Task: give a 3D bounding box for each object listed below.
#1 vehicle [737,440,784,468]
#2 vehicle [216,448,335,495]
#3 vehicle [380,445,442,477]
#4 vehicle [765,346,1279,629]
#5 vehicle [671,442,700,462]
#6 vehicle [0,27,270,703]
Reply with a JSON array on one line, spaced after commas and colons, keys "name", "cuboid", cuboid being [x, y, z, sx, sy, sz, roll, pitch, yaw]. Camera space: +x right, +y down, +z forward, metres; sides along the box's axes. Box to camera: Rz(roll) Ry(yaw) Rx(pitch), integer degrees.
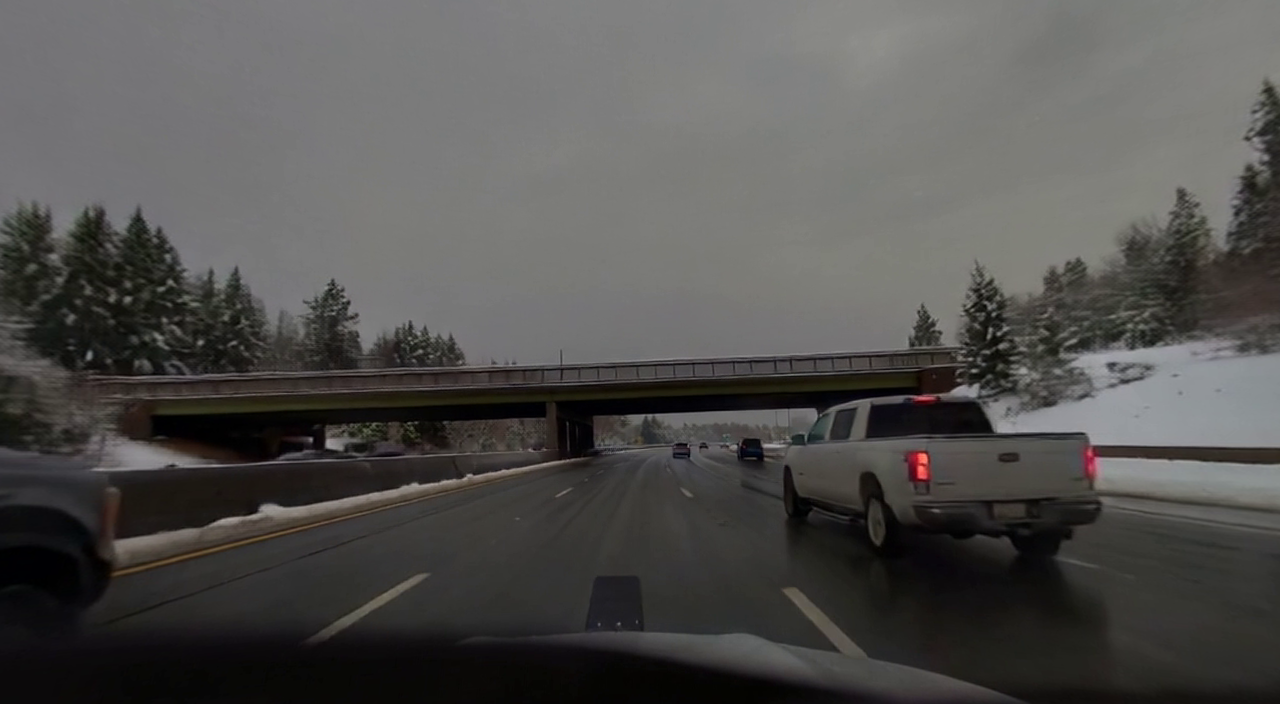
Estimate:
[{"name": "vehicle", "cuboid": [7.070, 6.053, 37.473, 1.989, 1.529, 4.375, -1, -9, 0]}, {"name": "vehicle", "cuboid": [-14.794, 4.845, 26.015, 1.964, 1.745, 4.574, -1, -9, 3]}, {"name": "vehicle", "cuboid": [-17.553, 8.337, 48.779, 2.339, 1.879, 5.755, -5, -6, 3]}, {"name": "vehicle", "cuboid": [3.507, 1.407, 7.606, 2.693, 2.044, 5.882, 0, -9, -1]}, {"name": "vehicle", "cuboid": [3.506, 7.796, 49.203, 1.981, 1.471, 4.342, -1, -9, 1]}, {"name": "vehicle", "cuboid": [-3.381, -0.004, 0.584, 2.369, 2.682, 6.088, 0, -9, 0]}]
